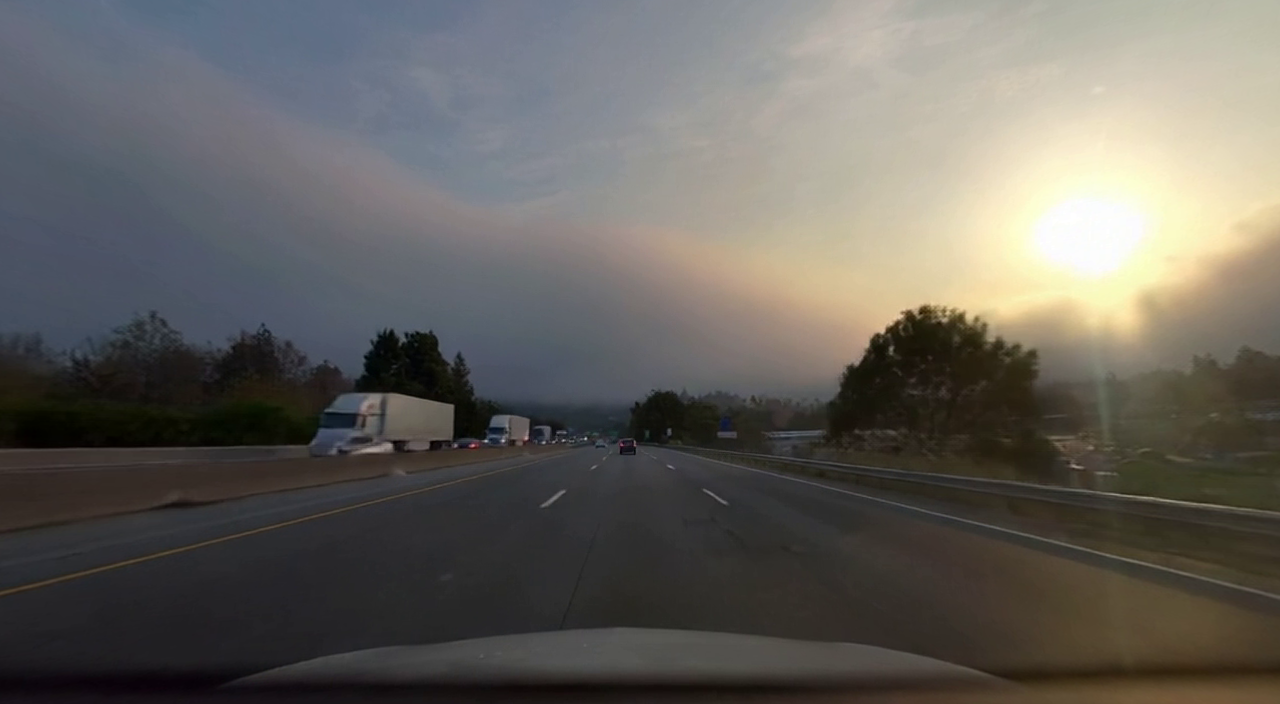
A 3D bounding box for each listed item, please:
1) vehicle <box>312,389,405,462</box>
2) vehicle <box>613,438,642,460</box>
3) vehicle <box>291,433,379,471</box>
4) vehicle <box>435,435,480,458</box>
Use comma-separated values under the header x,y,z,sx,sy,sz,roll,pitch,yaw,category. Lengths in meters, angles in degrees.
x,y,z,sx,sy,sz,roll,pitch,yaw,category
-17.180,4.609,38.940,3.008,4.071,6.136,0,-8,-2,vehicle
-0.955,7.301,47.535,2.099,1.504,3.843,0,-8,-2,vehicle
-12.479,4.106,26.019,1.736,1.426,3.824,0,-8,-1,vehicle
-13.360,6.953,46.387,2.006,1.512,4.784,0,-8,-2,vehicle
